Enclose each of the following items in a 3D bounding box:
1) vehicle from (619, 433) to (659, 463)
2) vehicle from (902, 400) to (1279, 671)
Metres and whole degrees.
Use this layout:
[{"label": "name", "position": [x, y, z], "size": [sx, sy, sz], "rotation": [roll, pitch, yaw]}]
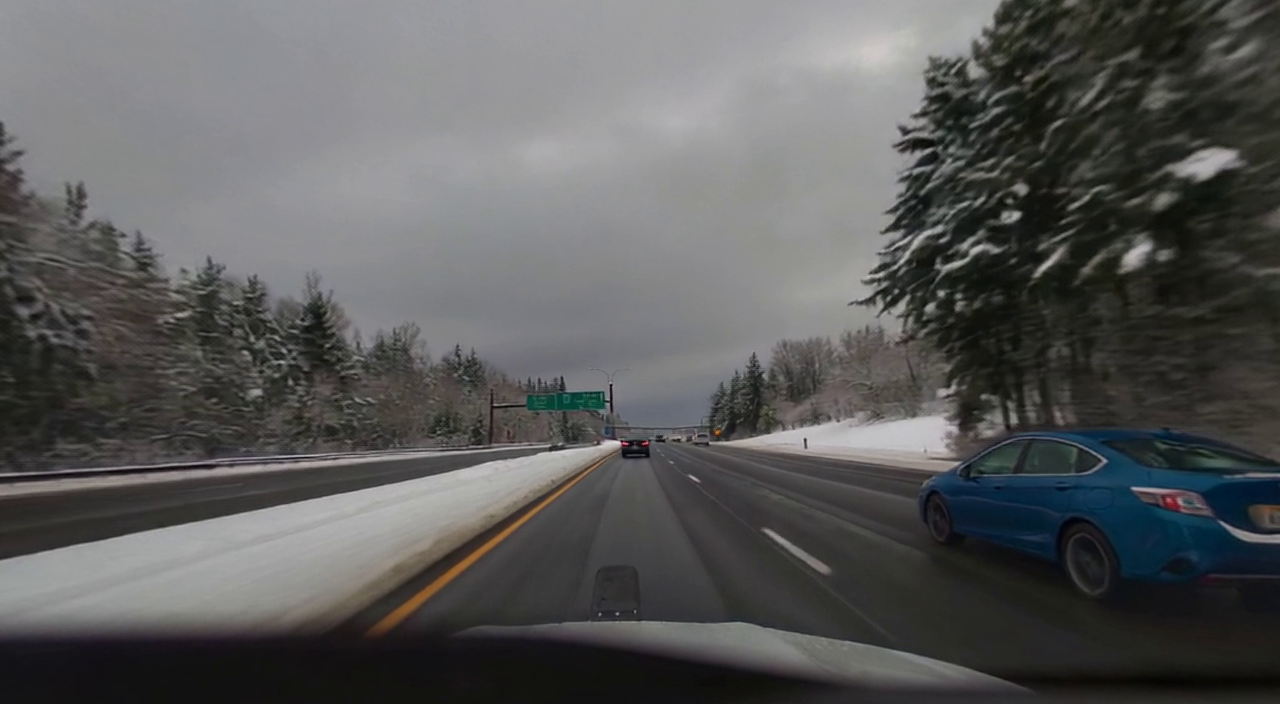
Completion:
[{"label": "vehicle", "position": [-0.079, 5.260, 34.753], "size": [2.046, 1.526, 3.903], "rotation": [0, -8, -1]}, {"label": "vehicle", "position": [4.393, 1.315, 5.694], "size": [1.981, 1.467, 4.459], "rotation": [0, -8, -2]}]
